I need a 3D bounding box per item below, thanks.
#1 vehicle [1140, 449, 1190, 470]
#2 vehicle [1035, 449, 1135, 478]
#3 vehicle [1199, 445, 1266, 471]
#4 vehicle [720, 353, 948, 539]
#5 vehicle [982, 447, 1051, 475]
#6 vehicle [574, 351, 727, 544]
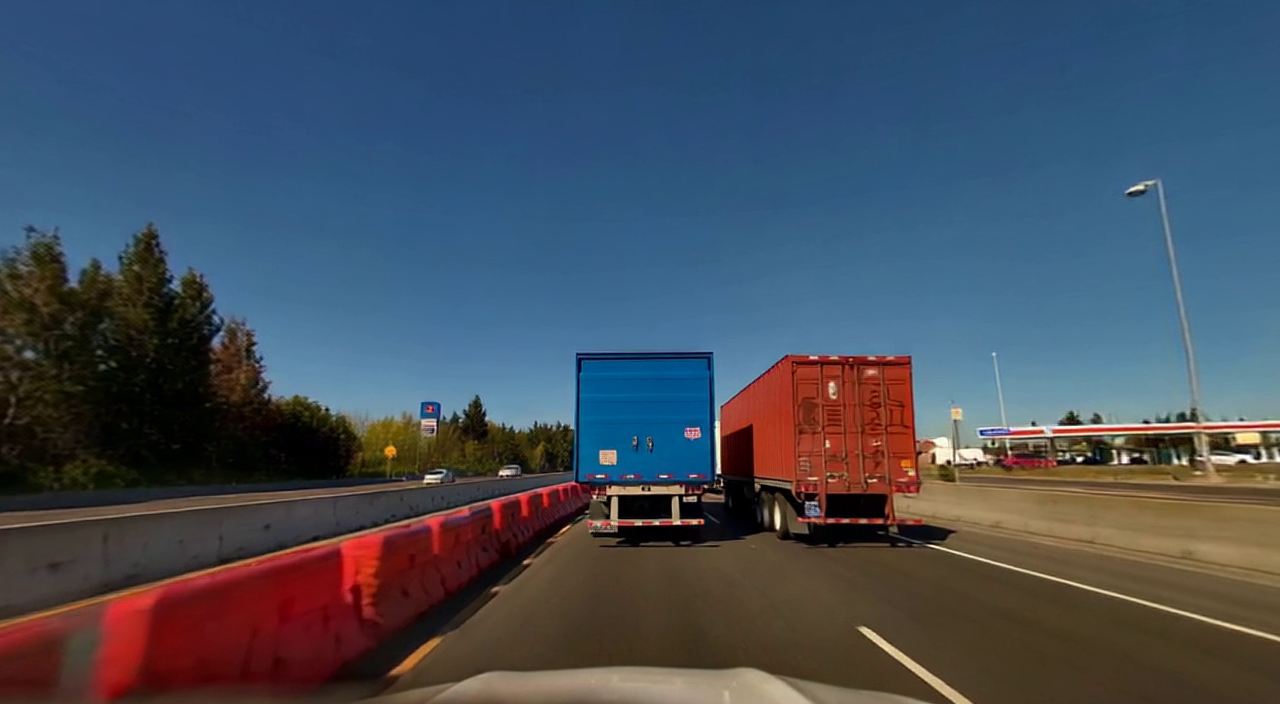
[{"bbox_3d":[38.448,7.890,46.099,3.565,1.448,1.866,8,-13,-36],"label":"vehicle"},{"bbox_3d":[24.615,6.216,35.059,1.762,1.470,4.485,3,-11,-10],"label":"vehicle"},{"bbox_3d":[36.662,6.605,38.939,4.315,1.469,1.823,7,-12,-32],"label":"vehicle"},{"bbox_3d":[4.419,2.691,17.240,2.936,3.640,9.443,1,-10,-2],"label":"vehicle"},{"bbox_3d":[24.764,7.219,41.626,1.919,1.722,4.024,1,-10,-2],"label":"vehicle"},{"bbox_3d":[0.090,2.414,15.284,2.618,3.306,8.676,1,-10,-1],"label":"vehicle"}]
